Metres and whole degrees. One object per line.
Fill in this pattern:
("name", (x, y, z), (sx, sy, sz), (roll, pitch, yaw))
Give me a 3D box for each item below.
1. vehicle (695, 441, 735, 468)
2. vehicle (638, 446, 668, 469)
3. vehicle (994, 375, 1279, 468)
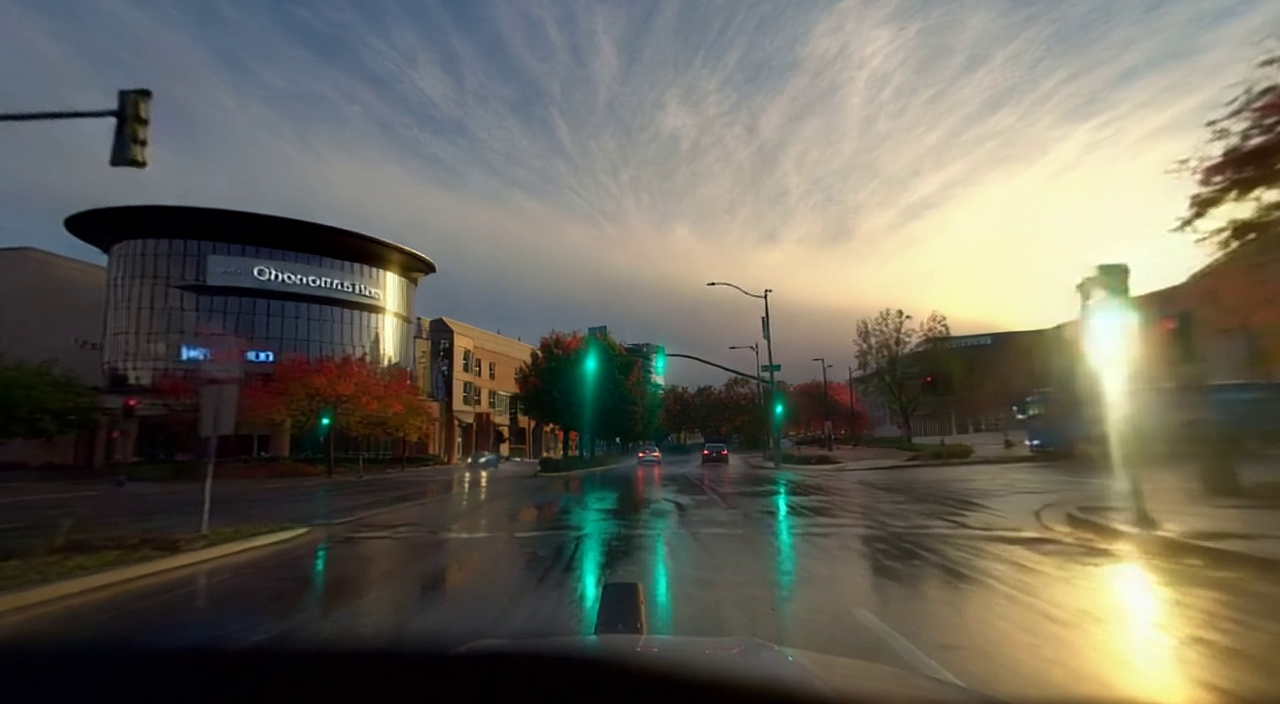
("vehicle", (5.063, 6.990, 43.086), (2.174, 1.749, 4.739), (0, -9, 1))
("vehicle", (1.014, 7.720, 46.224), (2.014, 1.525, 4.197), (0, -9, 4))
("vehicle", (21.055, 2.904, 25.733), (10.893, 3.534, 3.195), (-1, -9, 5))
